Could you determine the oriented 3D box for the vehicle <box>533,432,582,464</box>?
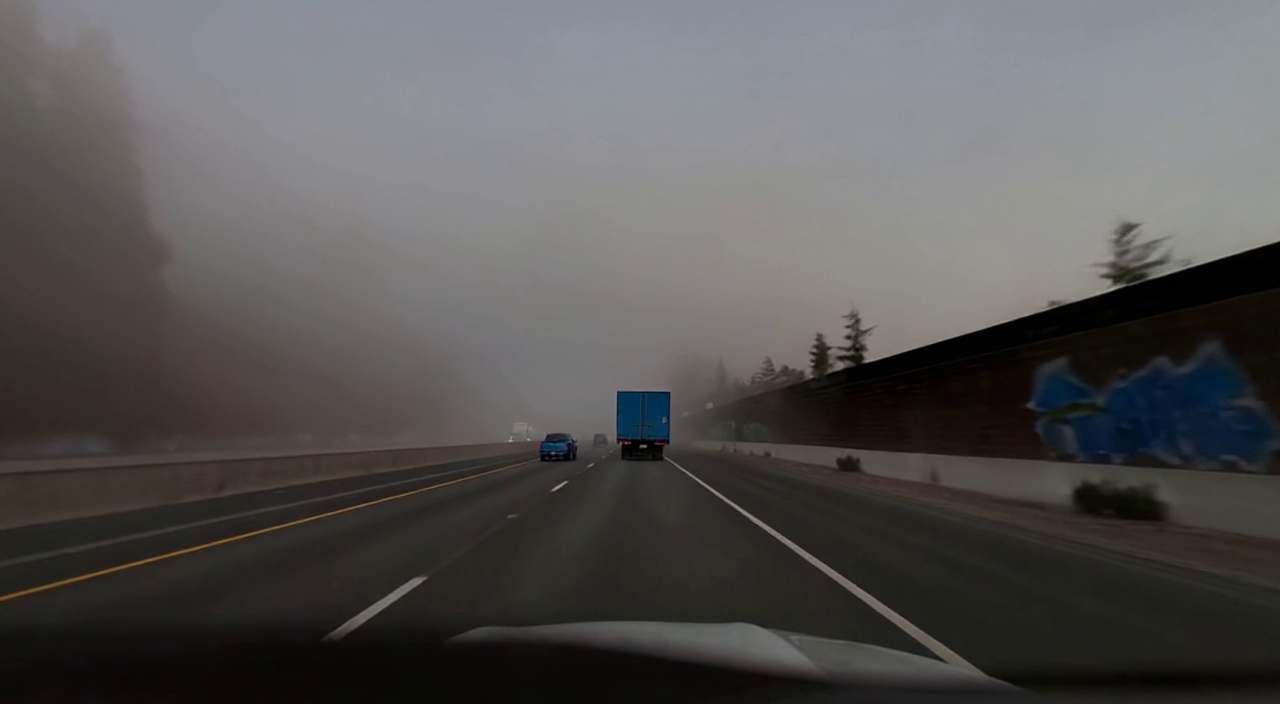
[{"bbox_3d":[-4.167,4.922,32.432,1.948,1.526,4.525,0,-8,0],"label":"vehicle"}]

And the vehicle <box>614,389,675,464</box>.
[{"bbox_3d":[0.122,4.256,35.498,2.927,3.649,9.443,0,-8,-1],"label":"vehicle"}]
